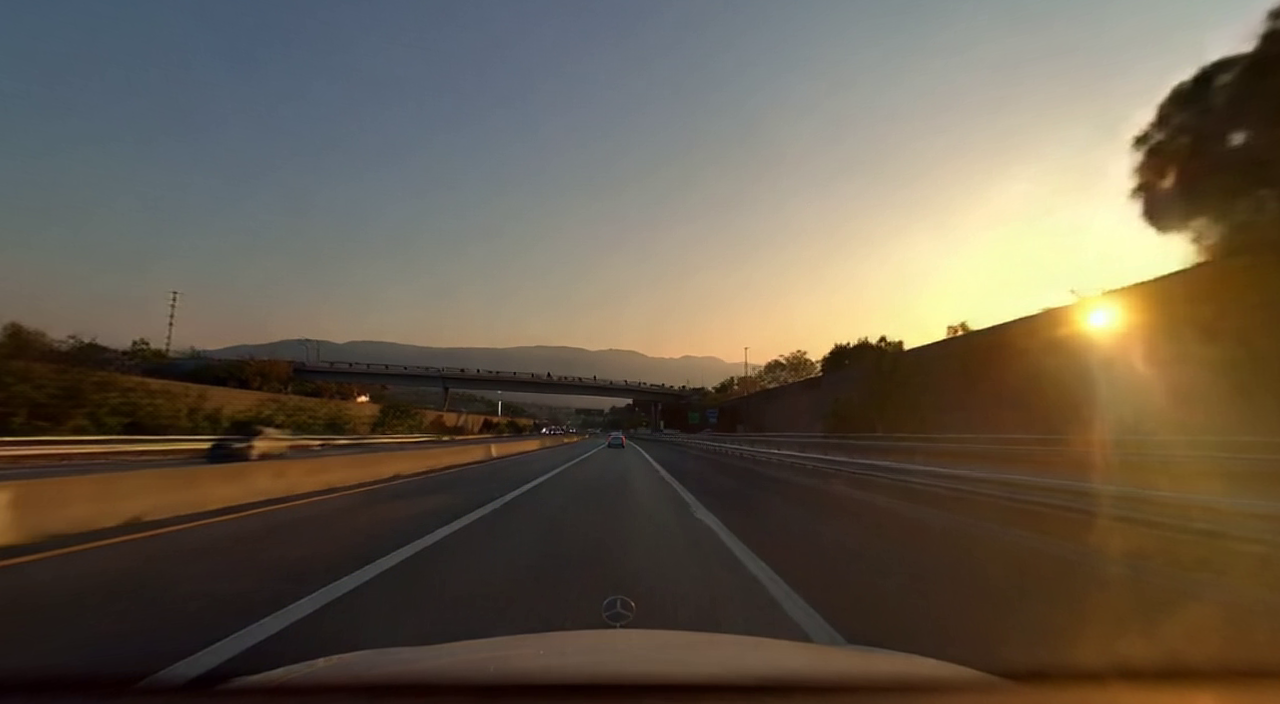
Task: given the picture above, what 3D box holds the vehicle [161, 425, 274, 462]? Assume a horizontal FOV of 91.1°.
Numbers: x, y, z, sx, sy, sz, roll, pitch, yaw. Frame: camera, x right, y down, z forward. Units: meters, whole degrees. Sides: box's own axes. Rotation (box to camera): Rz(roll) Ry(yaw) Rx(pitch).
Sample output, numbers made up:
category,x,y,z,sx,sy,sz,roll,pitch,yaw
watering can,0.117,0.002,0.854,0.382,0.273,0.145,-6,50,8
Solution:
category,x,y,z,sx,sy,sz,roll,pitch,yaw
vehicle,-19.228,4.180,28.903,1.937,1.509,4.603,0,-8,1
